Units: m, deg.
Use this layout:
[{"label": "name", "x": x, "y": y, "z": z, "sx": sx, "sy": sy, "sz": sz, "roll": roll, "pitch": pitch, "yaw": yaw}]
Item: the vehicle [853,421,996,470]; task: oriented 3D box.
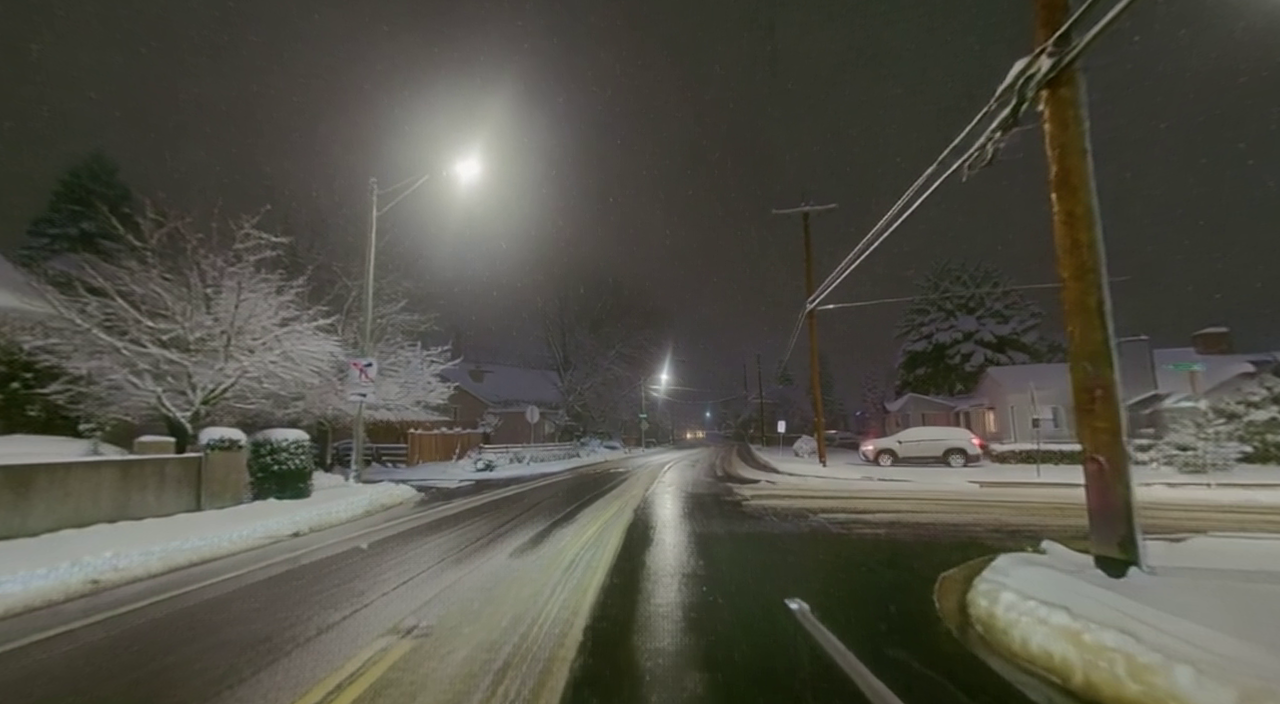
[{"label": "vehicle", "x": 10.862, "y": 3.600, "z": 24.354, "sx": 4.614, "sy": 1.764, "sz": 1.860, "roll": 0, "pitch": -8, "yaw": 6}]
